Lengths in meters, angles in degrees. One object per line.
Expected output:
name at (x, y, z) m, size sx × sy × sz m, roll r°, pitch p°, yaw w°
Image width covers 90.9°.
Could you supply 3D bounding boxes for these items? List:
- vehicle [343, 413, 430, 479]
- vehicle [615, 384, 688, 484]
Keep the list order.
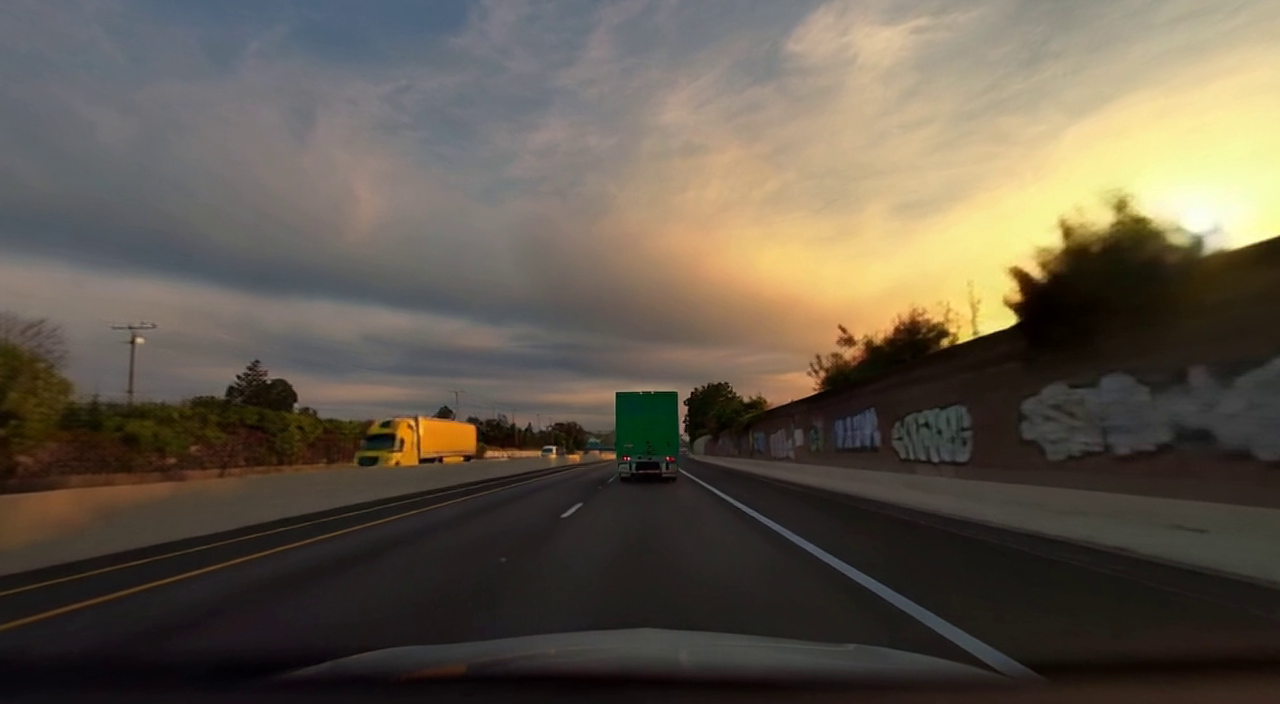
vehicle at (-16.331, 6.123, 41.089) m, size 2.980 × 3.948 × 5.804 m, roll 0°, pitch -9°, yaw 2°
vehicle at (0.344, 4.053, 30.261) m, size 2.900 × 3.955 × 10.151 m, roll 0°, pitch -9°, yaw -1°
